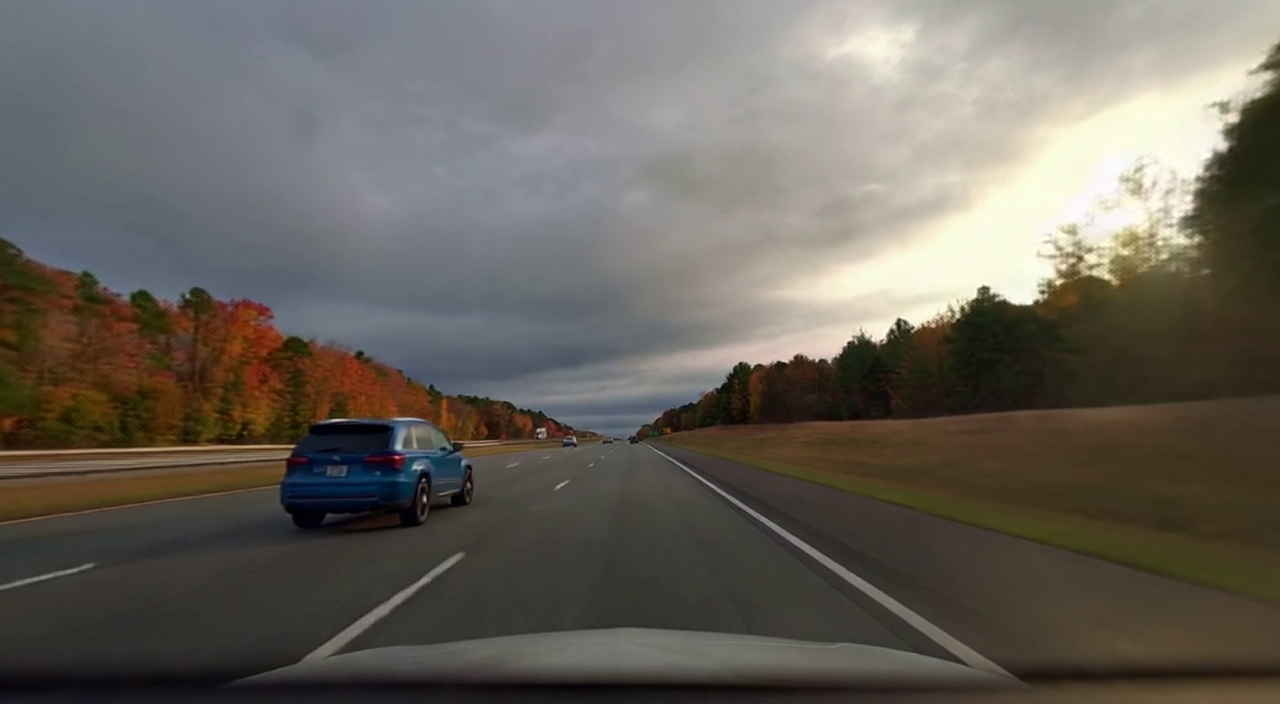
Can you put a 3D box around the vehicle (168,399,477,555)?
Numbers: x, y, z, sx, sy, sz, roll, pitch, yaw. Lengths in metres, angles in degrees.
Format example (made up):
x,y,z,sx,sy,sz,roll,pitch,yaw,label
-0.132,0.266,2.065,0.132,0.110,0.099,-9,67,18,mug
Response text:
x,y,z,sx,sy,sz,roll,pitch,yaw,label
-4.008,1.646,9.089,2.057,1.666,4.552,0,-8,1,vehicle
